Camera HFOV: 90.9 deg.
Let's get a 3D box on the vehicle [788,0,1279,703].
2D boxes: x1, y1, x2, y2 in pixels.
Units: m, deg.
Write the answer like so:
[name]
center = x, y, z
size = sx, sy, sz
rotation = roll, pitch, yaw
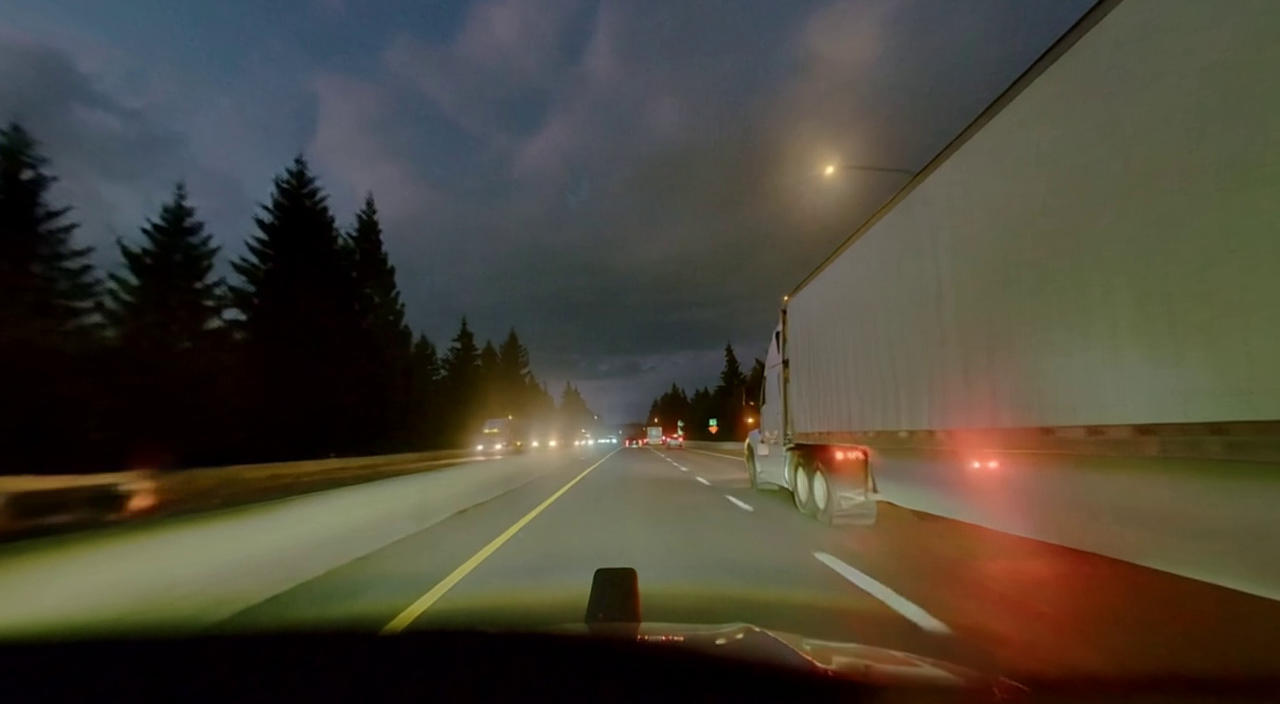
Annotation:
[vehicle]
center = 3.965, -0.307, 2.689
size = 3.038, 3.975, 13.887
rotation = 0, -8, -1
